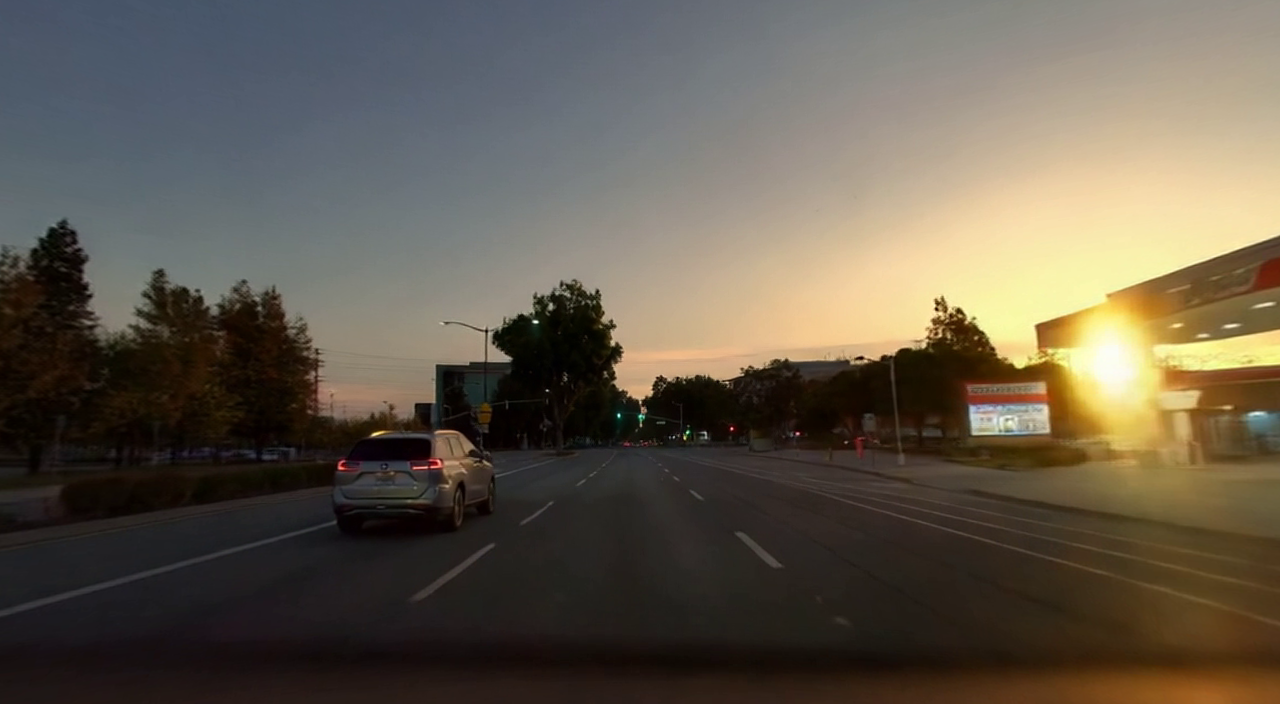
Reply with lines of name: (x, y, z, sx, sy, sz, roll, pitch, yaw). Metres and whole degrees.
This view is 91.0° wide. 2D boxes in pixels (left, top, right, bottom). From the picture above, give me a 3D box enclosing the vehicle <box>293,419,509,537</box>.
vehicle: (-3.890, 2.139, 11.342, 2.039, 1.656, 4.710, 0, -8, 0)
